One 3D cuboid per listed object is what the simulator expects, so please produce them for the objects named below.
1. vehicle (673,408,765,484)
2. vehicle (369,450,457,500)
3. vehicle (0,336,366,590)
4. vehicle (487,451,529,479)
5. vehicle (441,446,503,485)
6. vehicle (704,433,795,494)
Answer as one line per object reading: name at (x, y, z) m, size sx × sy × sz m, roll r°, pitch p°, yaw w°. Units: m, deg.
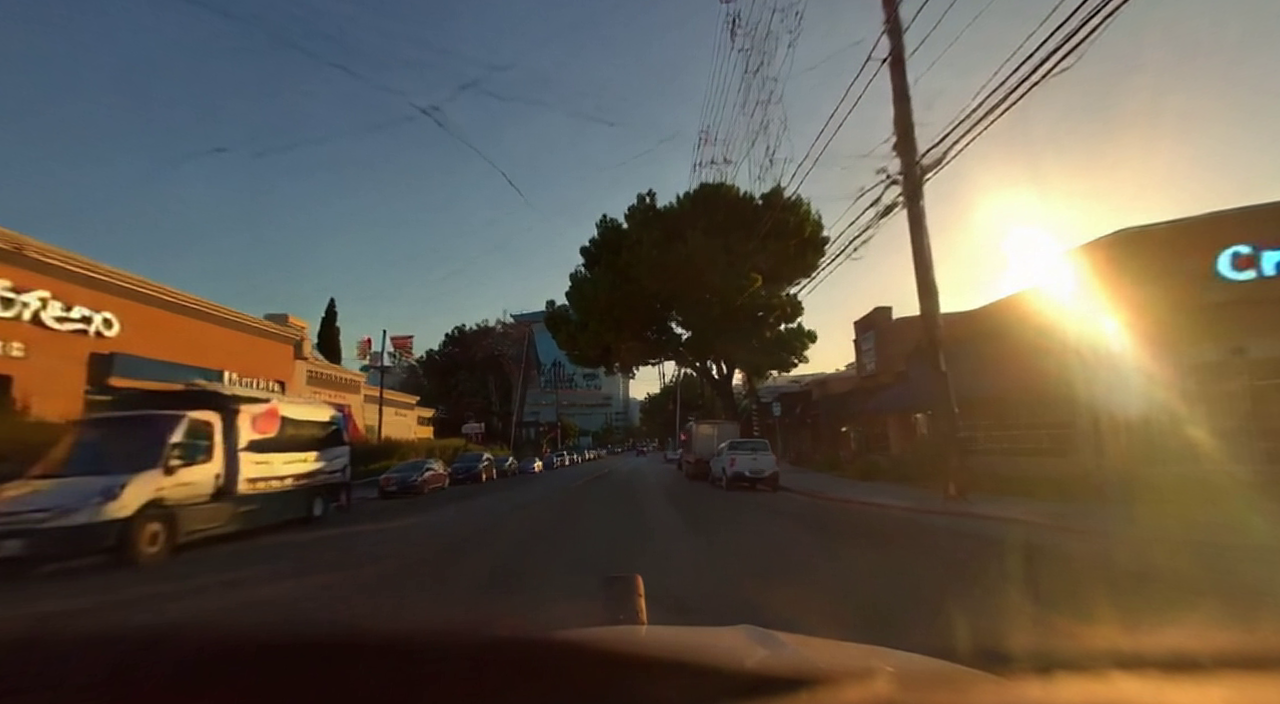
vehicle at (3.653, 4.612, 31.904) m, size 3.011 × 3.127 × 8.608 m, roll -3°, pitch -7°, yaw -3°
vehicle at (-8.139, 4.409, 23.024) m, size 1.704 × 1.464 × 4.089 m, roll -3°, pitch -8°, yaw 0°
vehicle at (-8.182, 1.910, 11.685) m, size 2.745 × 3.157 × 7.388 m, roll -1°, pitch -8°, yaw 1°
vehicle at (-7.997, 6.862, 38.520) m, size 1.678 × 1.468 × 3.706 m, roll -4°, pitch -9°, yaw 0°
vehicle at (-8.064, 5.437, 30.647) m, size 1.882 × 1.639 × 4.187 m, roll -3°, pitch -8°, yaw 0°
vehicle at (3.514, 3.685, 21.286) m, size 2.097 × 1.784 × 4.915 m, roll 0°, pitch -8°, yaw -1°
